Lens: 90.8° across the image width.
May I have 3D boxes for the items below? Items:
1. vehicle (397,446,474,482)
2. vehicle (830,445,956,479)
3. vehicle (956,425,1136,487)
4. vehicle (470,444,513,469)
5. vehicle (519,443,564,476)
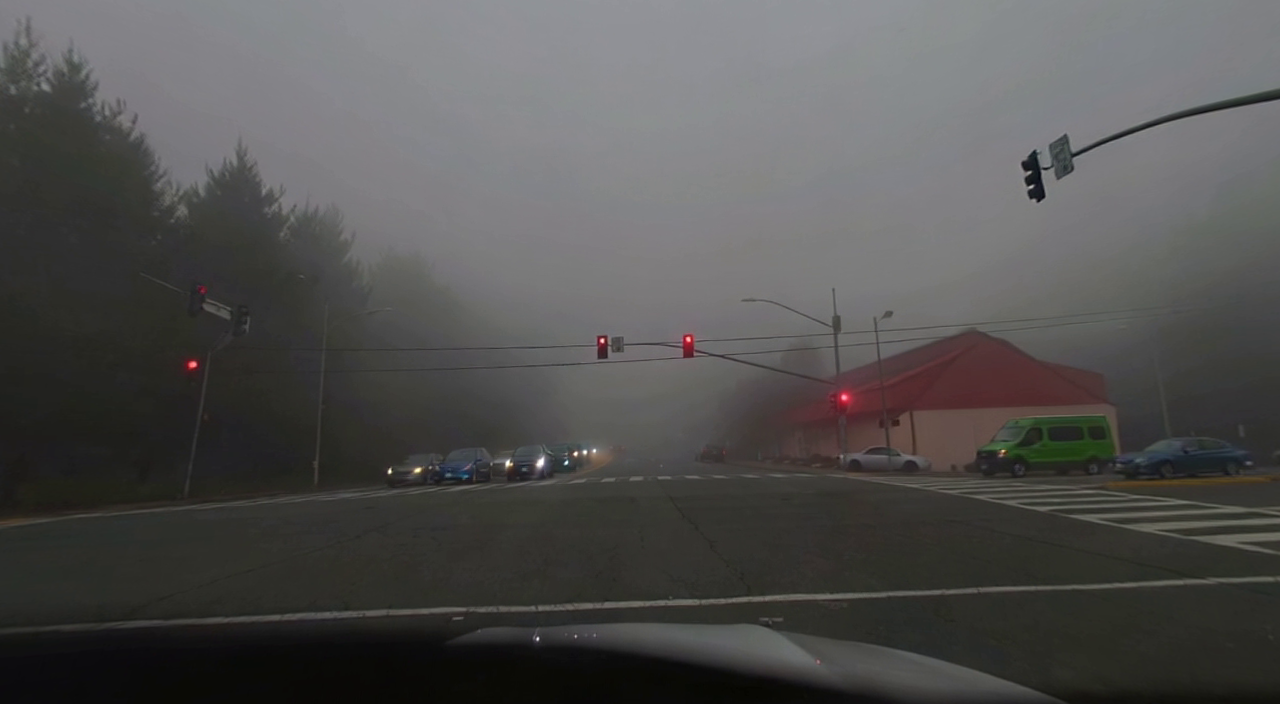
[{"bbox_3d":[-8.996,4.944,28.242,2.024,1.460,4.381,0,-9,0],"label":"vehicle"},{"bbox_3d":[11.251,4.915,28.364,4.828,1.453,1.919,-1,-9,6],"label":"vehicle"},{"bbox_3d":[14.830,3.766,23.127,5.910,2.046,2.228,3,-9,-19],"label":"vehicle"},{"bbox_3d":[-9.017,6.384,38.738,1.779,1.460,4.463,0,-9,-3],"label":"vehicle"},{"bbox_3d":[-4.497,4.971,29.481,1.846,1.416,4.228,1,-9,-6],"label":"vehicle"}]
